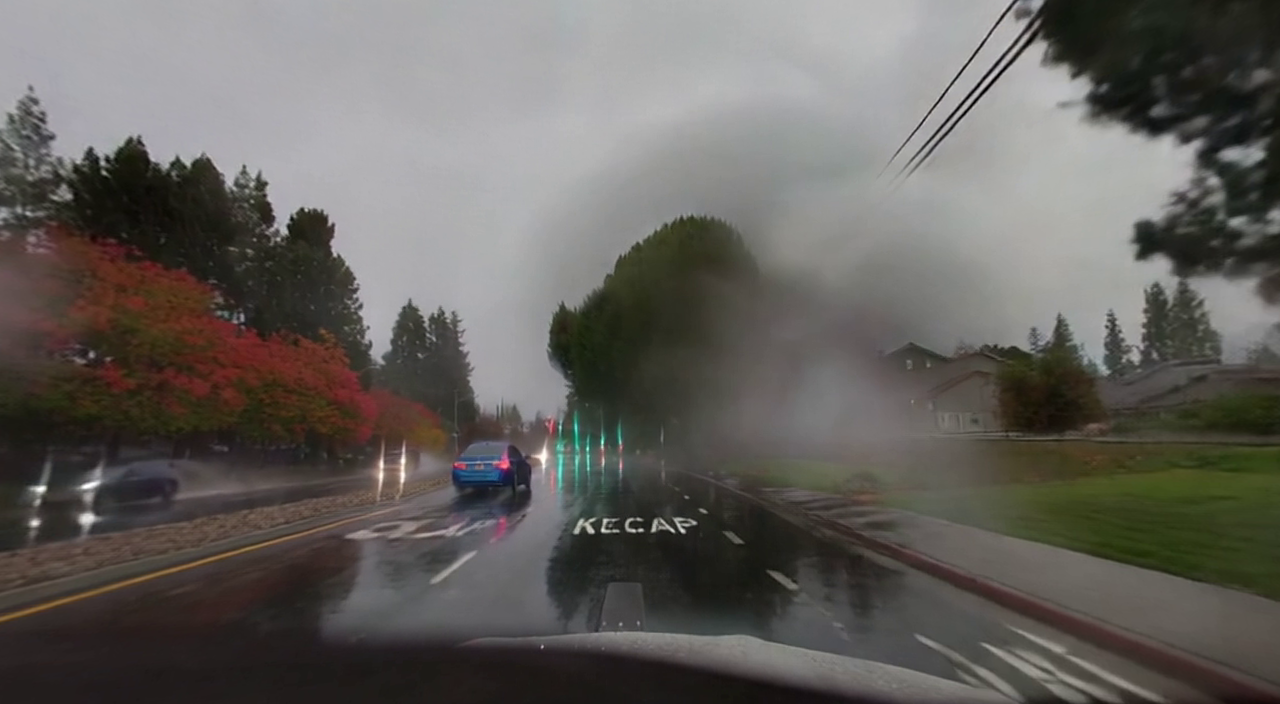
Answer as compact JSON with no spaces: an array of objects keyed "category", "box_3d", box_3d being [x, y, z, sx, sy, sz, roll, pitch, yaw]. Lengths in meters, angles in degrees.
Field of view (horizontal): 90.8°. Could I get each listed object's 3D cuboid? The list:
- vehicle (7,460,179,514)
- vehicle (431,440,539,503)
[{"category":"vehicle","box_3d":[-17.884,4.391,21.007,1.874,1.494,4.395,0,-9,-2]},{"category":"vehicle","box_3d":[-4.183,3.284,17.850,1.980,1.508,4.502,0,-8,-1]}]
